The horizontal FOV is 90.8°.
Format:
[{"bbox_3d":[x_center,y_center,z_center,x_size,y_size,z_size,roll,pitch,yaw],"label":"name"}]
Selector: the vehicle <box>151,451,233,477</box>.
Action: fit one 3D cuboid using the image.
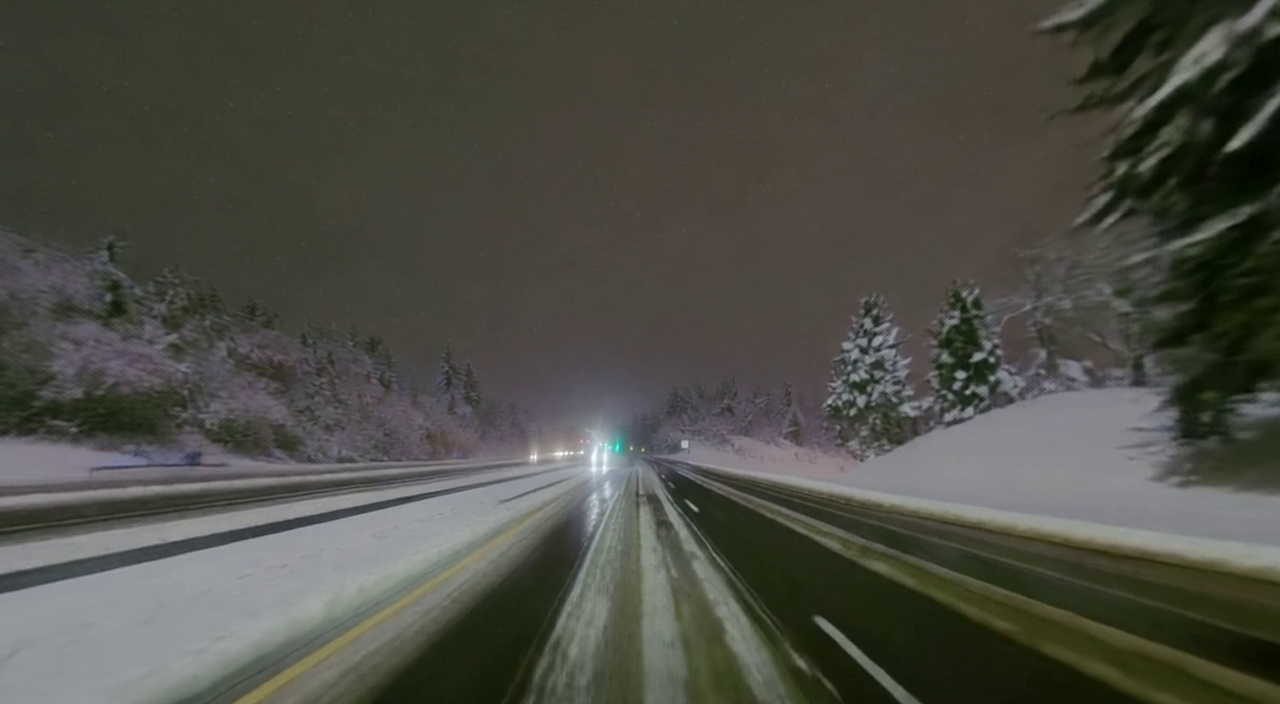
[{"bbox_3d":[-26.719,6.663,37.803,1.823,1.419,4.145,0,-9,0],"label":"vehicle"}]
